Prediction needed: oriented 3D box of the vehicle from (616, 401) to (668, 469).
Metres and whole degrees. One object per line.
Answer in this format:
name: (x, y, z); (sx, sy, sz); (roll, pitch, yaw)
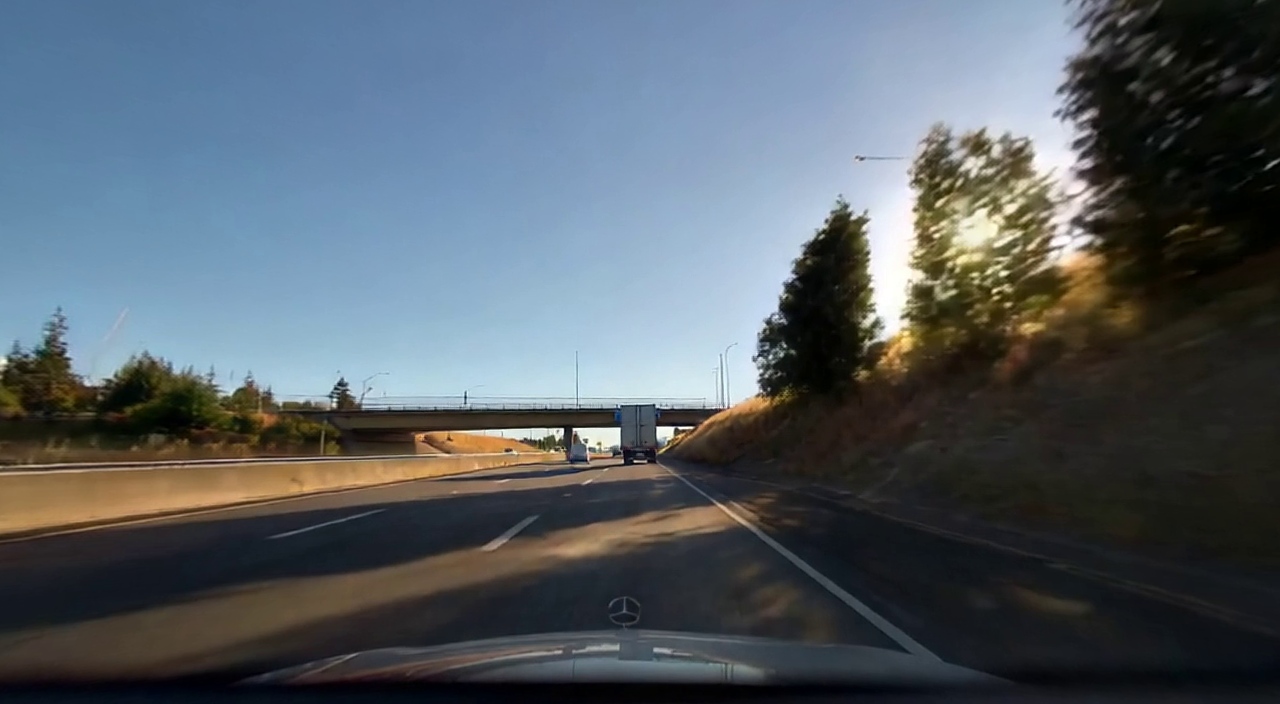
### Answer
vehicle: (-0.017, 5.856, 43.557); (3.033, 3.985, 12.383); (0, -9, -1)

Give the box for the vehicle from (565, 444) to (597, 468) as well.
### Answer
vehicle: (-4.171, 7.426, 44.989); (2.005, 1.595, 4.253); (0, -9, -2)
